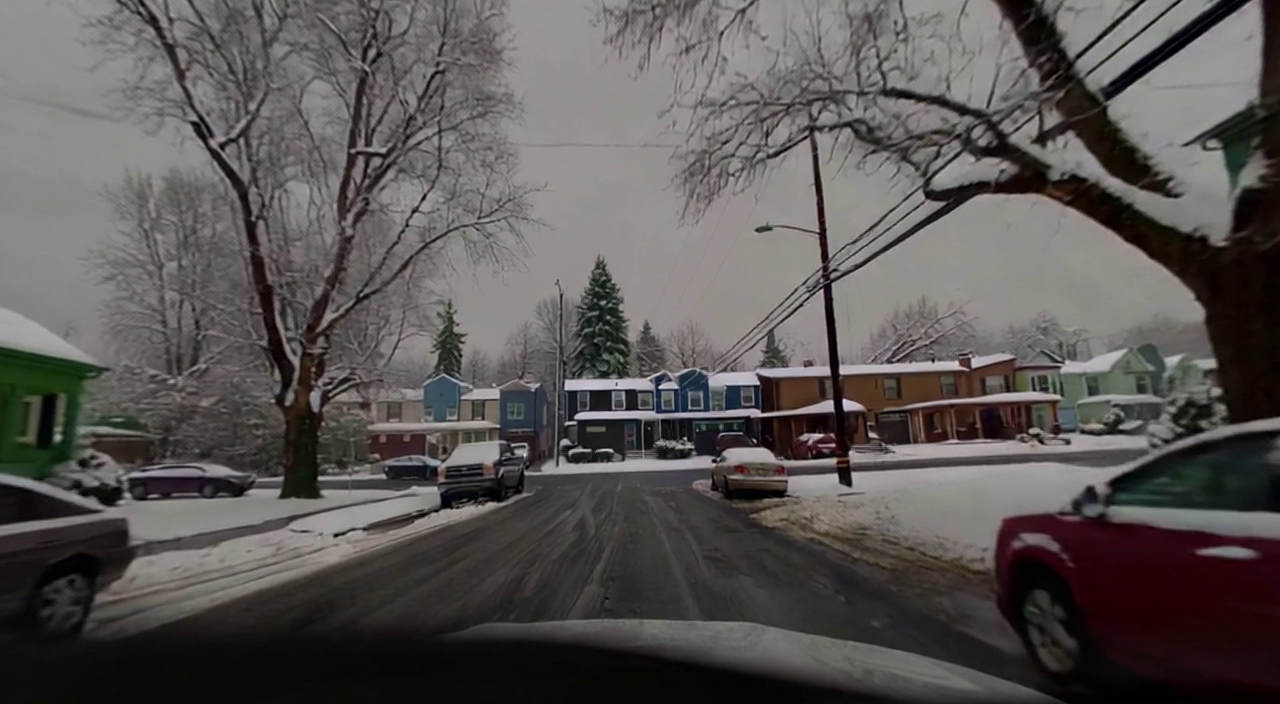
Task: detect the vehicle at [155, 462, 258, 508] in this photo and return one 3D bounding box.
[{"bbox_3d":[-15.760,4.809,23.104,1.563,1.433,3.492,0,-9,-7],"label":"vehicle"}]

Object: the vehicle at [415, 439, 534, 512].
[{"bbox_3d":[-5.411,4.117,21.732,2.480,2.084,6.353,0,-9,-1],"label":"vehicle"}]

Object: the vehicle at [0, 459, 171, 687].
[{"bbox_3d":[-5.420,1.478,3.821,1.849,1.560,4.227,0,-9,0],"label":"vehicle"}]

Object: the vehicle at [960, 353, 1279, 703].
[{"bbox_3d":[3.484,0.871,2.411,2.070,1.728,4.358,0,-9,-2],"label":"vehicle"}]

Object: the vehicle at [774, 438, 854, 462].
[{"bbox_3d":[11.248,6.364,40.909,4.644,1.482,1.997,-1,-9,3],"label":"vehicle"}]

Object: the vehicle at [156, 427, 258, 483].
[{"bbox_3d":[-31.023,7.304,45.491,2.473,2.922,6.719,0,0,3],"label":"vehicle"}]

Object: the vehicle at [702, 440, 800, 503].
[{"bbox_3d":[3.493,3.878,20.889,2.109,1.811,4.886,0,-9,-3],"label":"vehicle"}]
